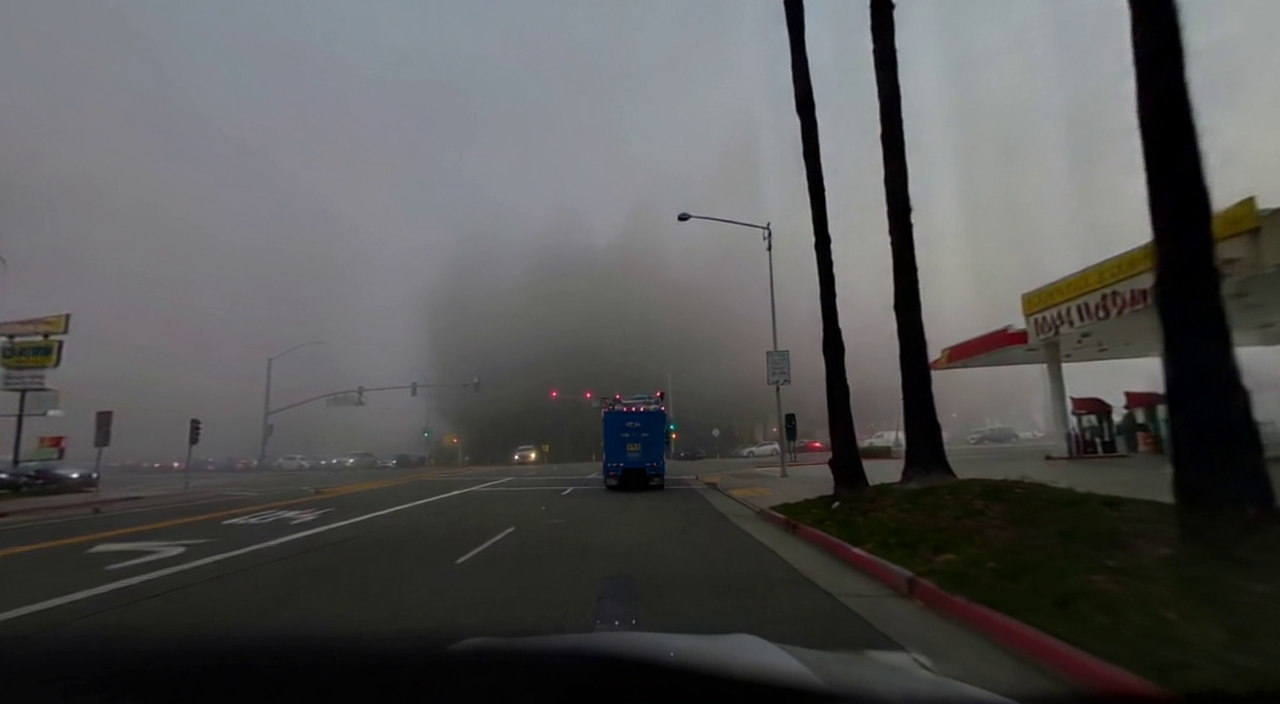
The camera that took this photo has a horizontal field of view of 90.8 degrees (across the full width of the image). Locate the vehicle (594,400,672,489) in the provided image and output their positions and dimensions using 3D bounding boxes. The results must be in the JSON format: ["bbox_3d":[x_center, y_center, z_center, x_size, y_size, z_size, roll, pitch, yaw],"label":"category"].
[{"bbox_3d":[-0.081,3.516,24.096,2.463,2.954,5.938,-1,-8,4],"label":"vehicle"}]

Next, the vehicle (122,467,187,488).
[{"bbox_3d":[-35.836,9.258,46.723,1.834,1.383,3.707,0,-8,0],"label":"vehicle"}]

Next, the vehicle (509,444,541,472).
[{"bbox_3d":[-7.576,6.981,41.864,1.997,1.679,4.263,1,-8,-9],"label":"vehicle"}]

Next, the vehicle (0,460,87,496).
[{"bbox_3d":[-28.311,5.694,28.568,4.568,1.466,1.848,4,-9,-27],"label":"vehicle"}]

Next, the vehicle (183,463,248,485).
[{"bbox_3d":[-31.115,8.921,46.443,1.766,1.428,4.337,0,-8,1],"label":"vehicle"}]
